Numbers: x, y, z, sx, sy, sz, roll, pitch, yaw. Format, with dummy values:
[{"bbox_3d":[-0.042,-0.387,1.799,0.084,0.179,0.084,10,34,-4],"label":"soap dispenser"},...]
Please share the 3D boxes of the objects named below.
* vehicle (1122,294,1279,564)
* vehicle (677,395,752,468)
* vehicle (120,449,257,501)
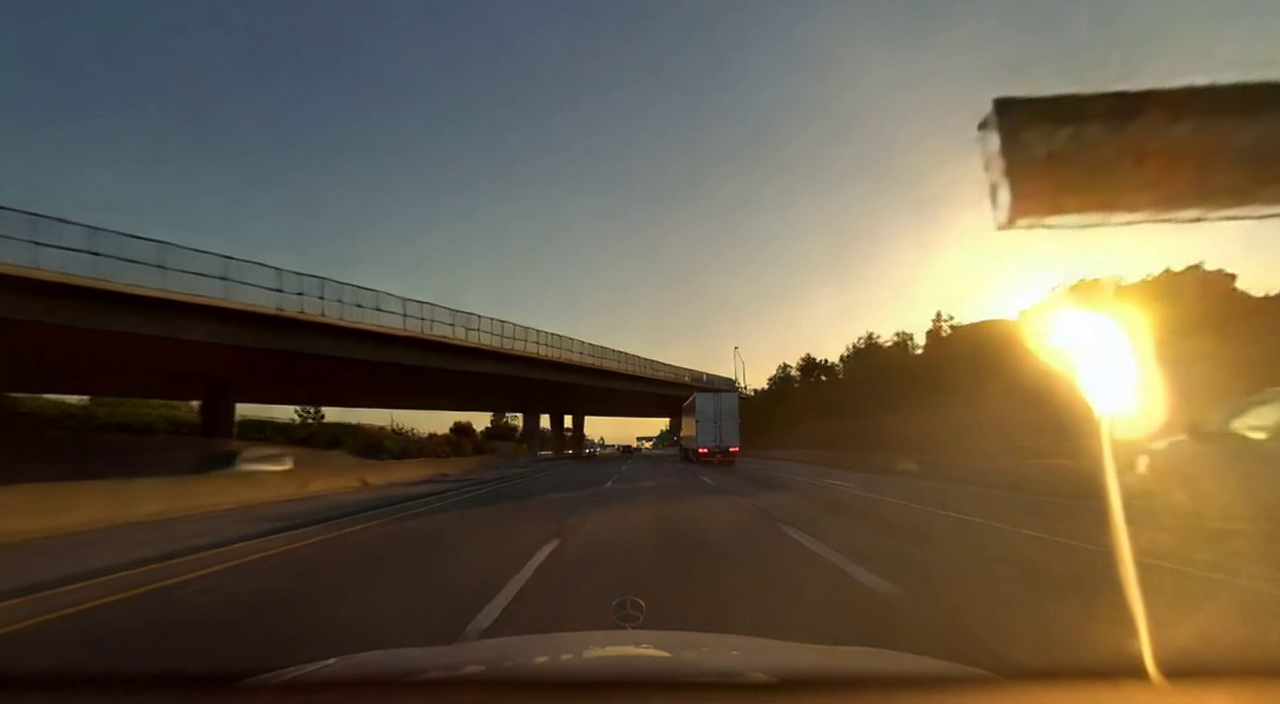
[{"bbox_3d":[7.768,0.541,4.691,2.474,2.730,7.349,0,-8,0],"label":"vehicle"},{"bbox_3d":[4.746,5.641,44.022,3.187,4.197,15.004,0,-8,-1],"label":"vehicle"},{"bbox_3d":[-15.317,4.149,21.638,1.746,1.518,3.857,-1,-8,2],"label":"vehicle"}]
